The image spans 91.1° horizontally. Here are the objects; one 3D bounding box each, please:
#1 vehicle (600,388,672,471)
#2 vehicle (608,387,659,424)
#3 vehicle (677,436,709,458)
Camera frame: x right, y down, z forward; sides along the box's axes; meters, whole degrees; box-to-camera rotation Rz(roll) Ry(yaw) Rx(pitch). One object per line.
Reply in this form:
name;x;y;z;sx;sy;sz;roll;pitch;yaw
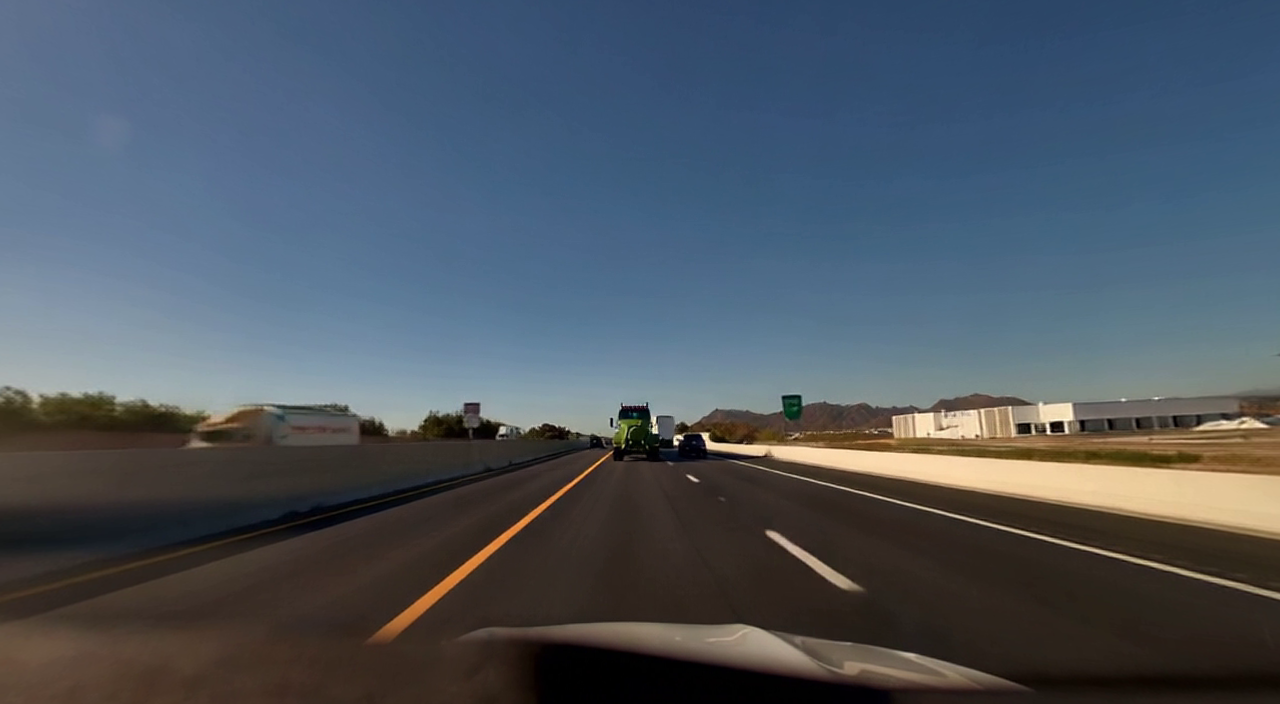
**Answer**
vehicle;-0.362;4.081;32.796;2.953;3.406;13.372;0;-7;-2
vehicle;-0.277;2.471;28.264;2.112;1.472;4.240;0;-8;0
vehicle;3.705;6.743;44.812;1.910;1.492;4.324;0;-8;0
